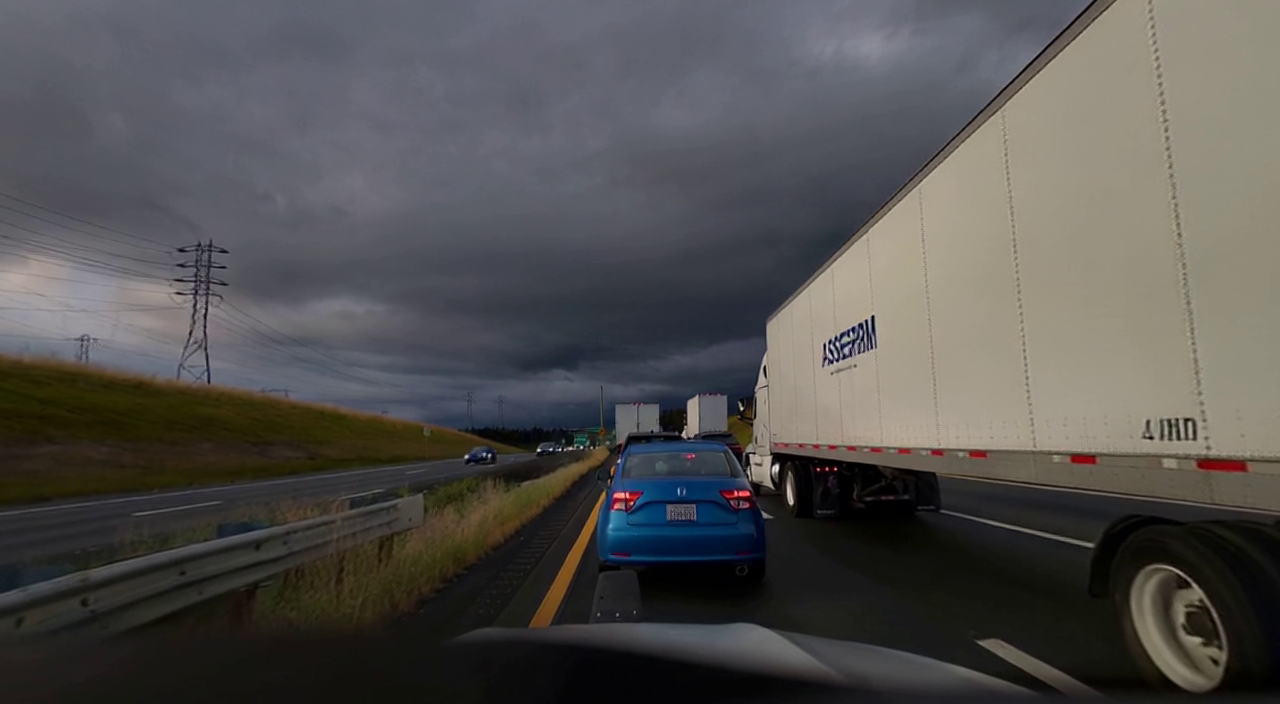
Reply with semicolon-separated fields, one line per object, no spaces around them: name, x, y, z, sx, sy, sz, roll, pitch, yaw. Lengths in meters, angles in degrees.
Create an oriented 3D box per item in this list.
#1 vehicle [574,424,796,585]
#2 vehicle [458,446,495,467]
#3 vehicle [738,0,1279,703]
vehicle;0.341;1.660;7.674;2.045;1.446;3.597;0;-8;-2
vehicle;-12.474;7.978;48.285;1.795;1.441;3.759;-1;-8;0
vehicle;4.186;0.414;8.096;3.138;4.065;14.276;0;-8;-2
